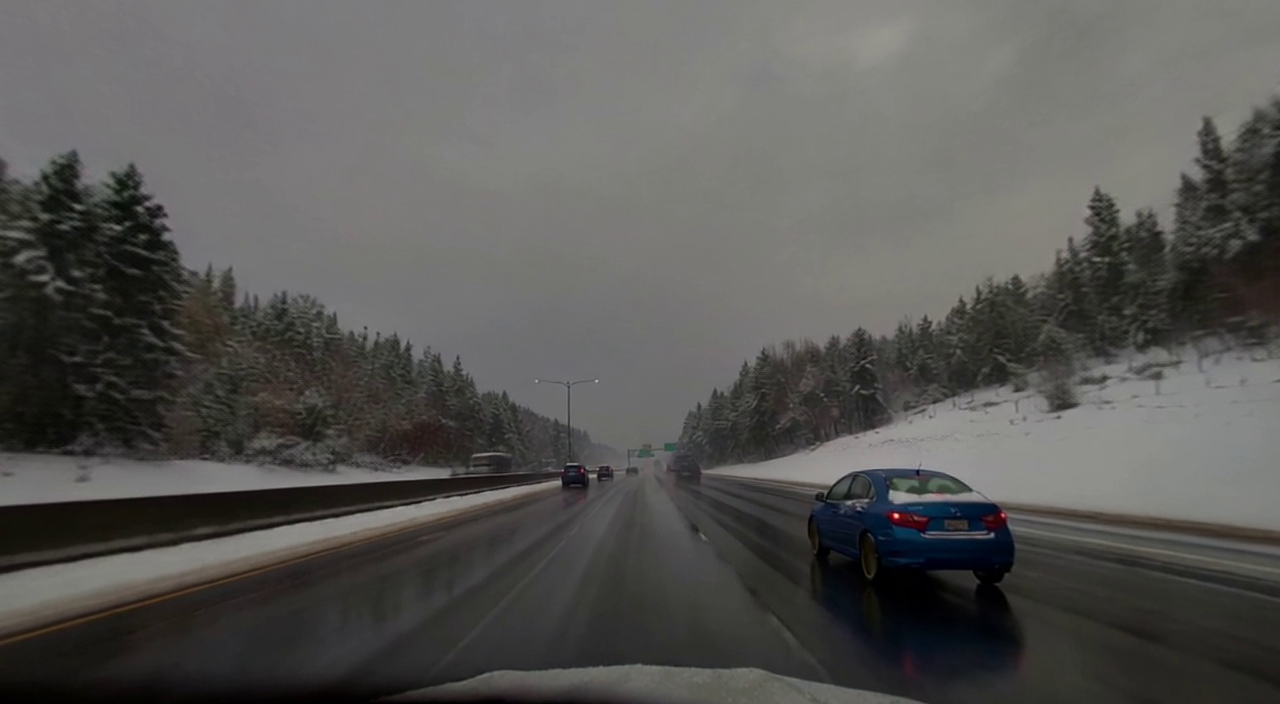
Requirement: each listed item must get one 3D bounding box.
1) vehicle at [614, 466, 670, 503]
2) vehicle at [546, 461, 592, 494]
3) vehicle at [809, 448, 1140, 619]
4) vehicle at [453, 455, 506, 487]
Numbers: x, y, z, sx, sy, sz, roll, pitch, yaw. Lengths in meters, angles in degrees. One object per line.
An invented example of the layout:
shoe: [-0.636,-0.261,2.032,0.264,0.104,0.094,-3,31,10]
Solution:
vehicle: [0.093,5.693,27.296,2.241,1.425,3.973,1,-10,0]
vehicle: [-3.933,7.082,35.676,2.021,1.706,4.247,1,-10,1]
vehicle: [3.653,2.051,7.854,1.938,1.561,3.786,1,-10,-1]
vehicle: [-11.998,8.963,47.525,2.405,2.227,5.519,0,-10,1]
